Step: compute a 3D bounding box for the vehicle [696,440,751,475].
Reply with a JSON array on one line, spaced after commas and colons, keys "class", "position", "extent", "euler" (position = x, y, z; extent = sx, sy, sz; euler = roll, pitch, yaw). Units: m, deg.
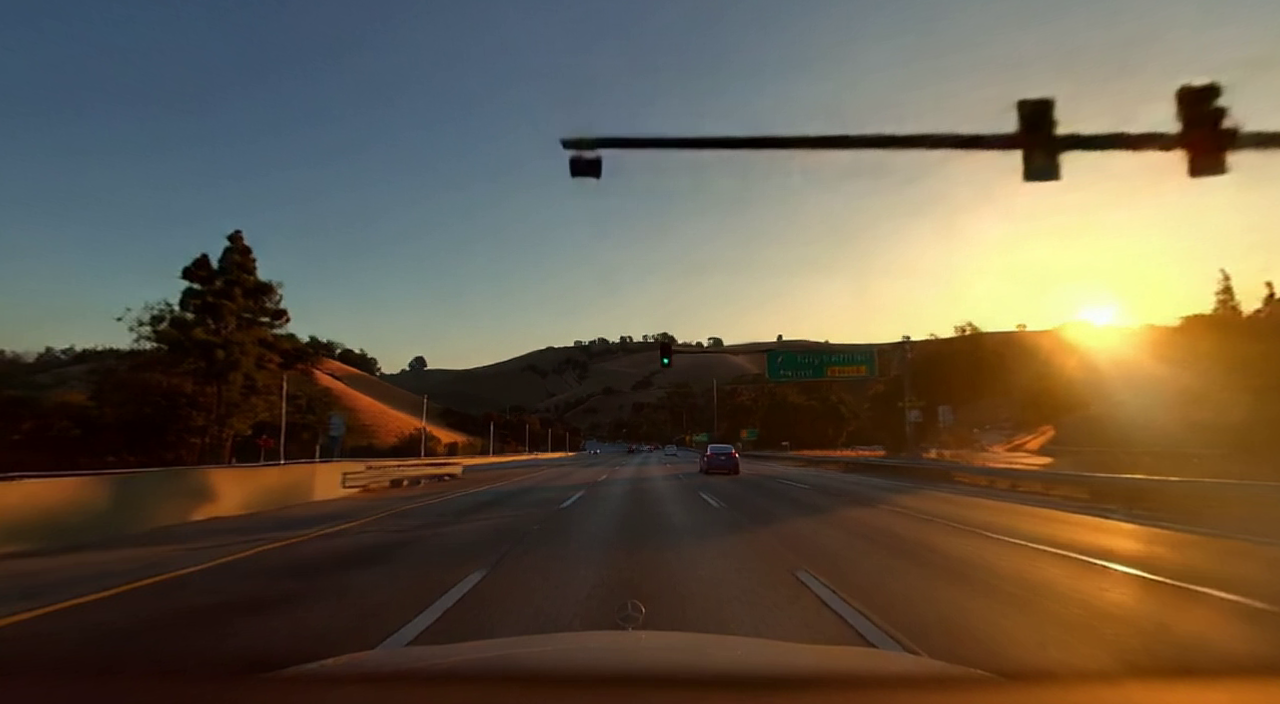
[{"class": "vehicle", "position": [3.783, 4.860, 29.269], "extent": [1.916, 1.469, 4.481], "euler": [-1, -9, 0]}]
